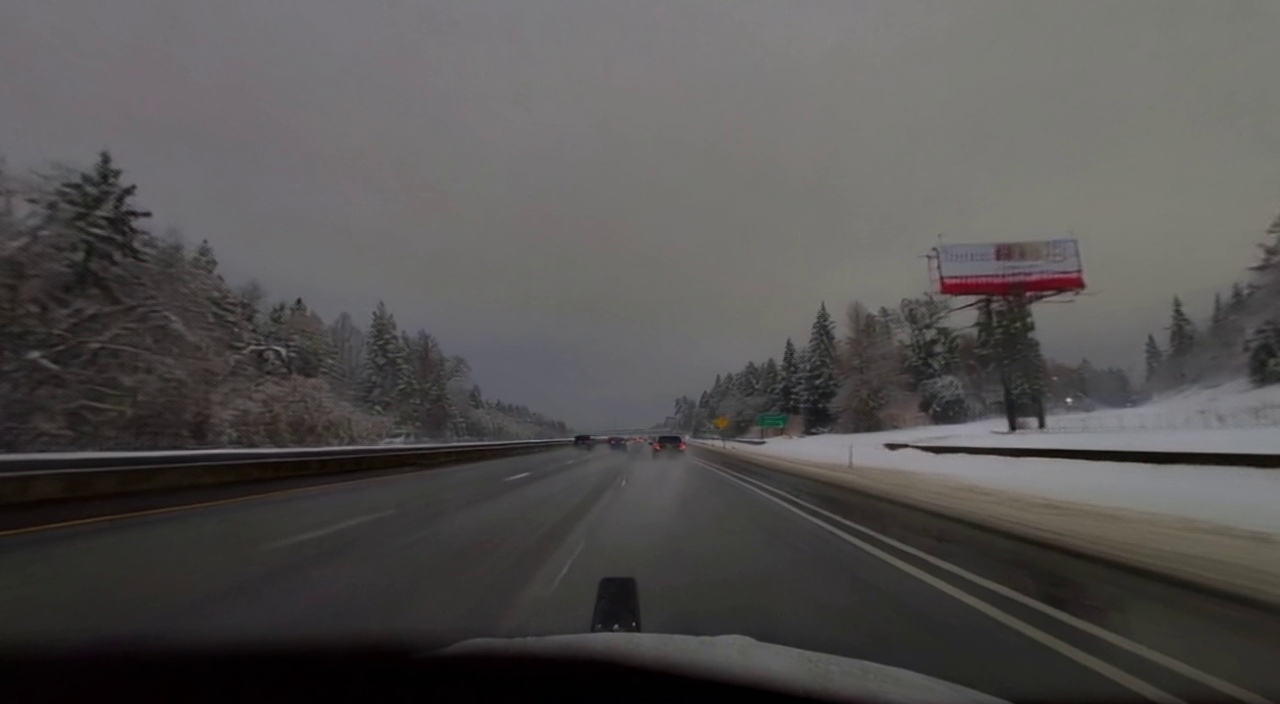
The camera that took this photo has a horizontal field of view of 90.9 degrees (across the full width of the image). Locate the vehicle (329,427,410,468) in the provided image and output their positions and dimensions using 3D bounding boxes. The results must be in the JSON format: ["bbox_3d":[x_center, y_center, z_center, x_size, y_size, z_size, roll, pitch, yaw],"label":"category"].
[{"bbox_3d":[-20.625,7.289,48.578,2.734,2.836,7.380,0,-7,2],"label":"vehicle"}]

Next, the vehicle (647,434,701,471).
[{"bbox_3d":[1.530,4.742,30.184,2.240,1.646,4.949,0,-7,-1],"label":"vehicle"}]

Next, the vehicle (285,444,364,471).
[{"bbox_3d":[-20.549,6.844,41.333,2.493,1.560,4.946,0,-7,1],"label":"vehicle"}]

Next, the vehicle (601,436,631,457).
[{"bbox_3d":[-1.815,7.248,48.593,2.103,1.512,4.155,0,-7,1],"label":"vehicle"}]

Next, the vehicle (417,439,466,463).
[{"bbox_3d":[-13.626,6.779,43.472,1.858,1.511,4.027,0,-7,2],"label":"vehicle"}]
